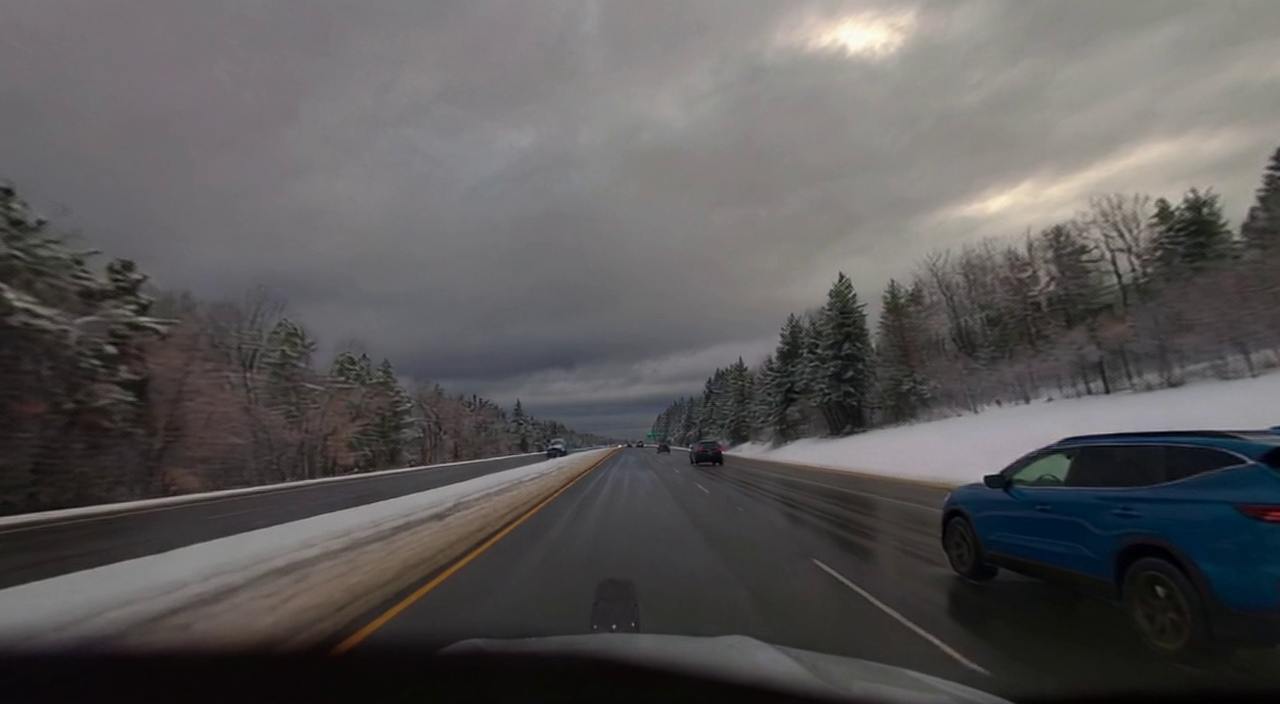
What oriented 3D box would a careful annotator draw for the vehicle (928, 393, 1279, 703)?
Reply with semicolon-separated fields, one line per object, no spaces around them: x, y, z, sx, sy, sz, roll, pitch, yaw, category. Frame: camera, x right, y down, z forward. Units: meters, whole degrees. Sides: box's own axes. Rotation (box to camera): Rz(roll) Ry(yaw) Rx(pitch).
3.848;1.091;3.936;1.999;1.501;4.221;0;-8;-1;vehicle

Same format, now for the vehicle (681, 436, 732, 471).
3.364;5.215;32.699;2.043;1.673;4.016;0;-8;-2;vehicle
